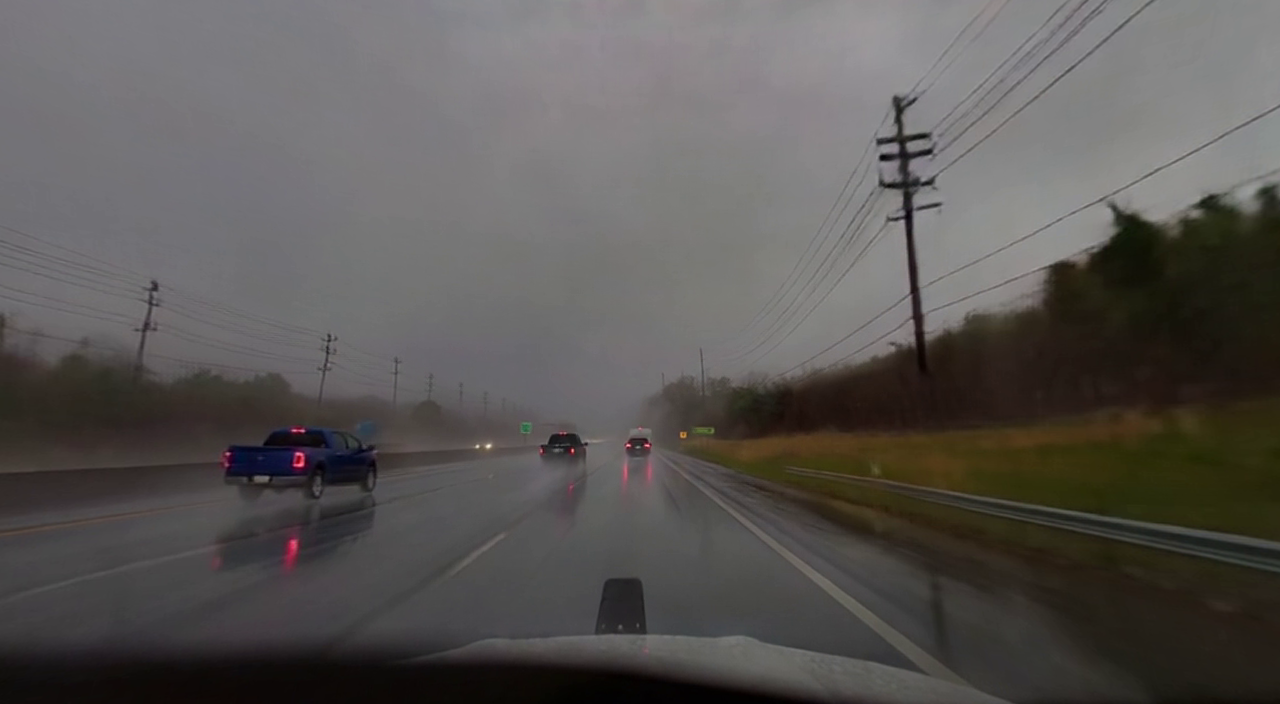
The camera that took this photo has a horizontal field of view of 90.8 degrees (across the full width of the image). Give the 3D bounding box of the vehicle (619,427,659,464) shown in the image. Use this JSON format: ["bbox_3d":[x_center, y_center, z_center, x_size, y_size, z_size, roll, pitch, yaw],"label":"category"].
[{"bbox_3d":[-0.013,5.893,39.784,2.358,2.144,4.713,0,-8,1],"label":"vehicle"}]

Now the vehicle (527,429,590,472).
[{"bbox_3d":[-3.678,4.581,29.550,2.204,1.812,5.289,0,-8,0],"label":"vehicle"}]

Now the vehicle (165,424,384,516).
[{"bbox_3d":[-7.425,2.434,13.513,2.013,1.609,4.446,0,-8,0],"label":"vehicle"}]
